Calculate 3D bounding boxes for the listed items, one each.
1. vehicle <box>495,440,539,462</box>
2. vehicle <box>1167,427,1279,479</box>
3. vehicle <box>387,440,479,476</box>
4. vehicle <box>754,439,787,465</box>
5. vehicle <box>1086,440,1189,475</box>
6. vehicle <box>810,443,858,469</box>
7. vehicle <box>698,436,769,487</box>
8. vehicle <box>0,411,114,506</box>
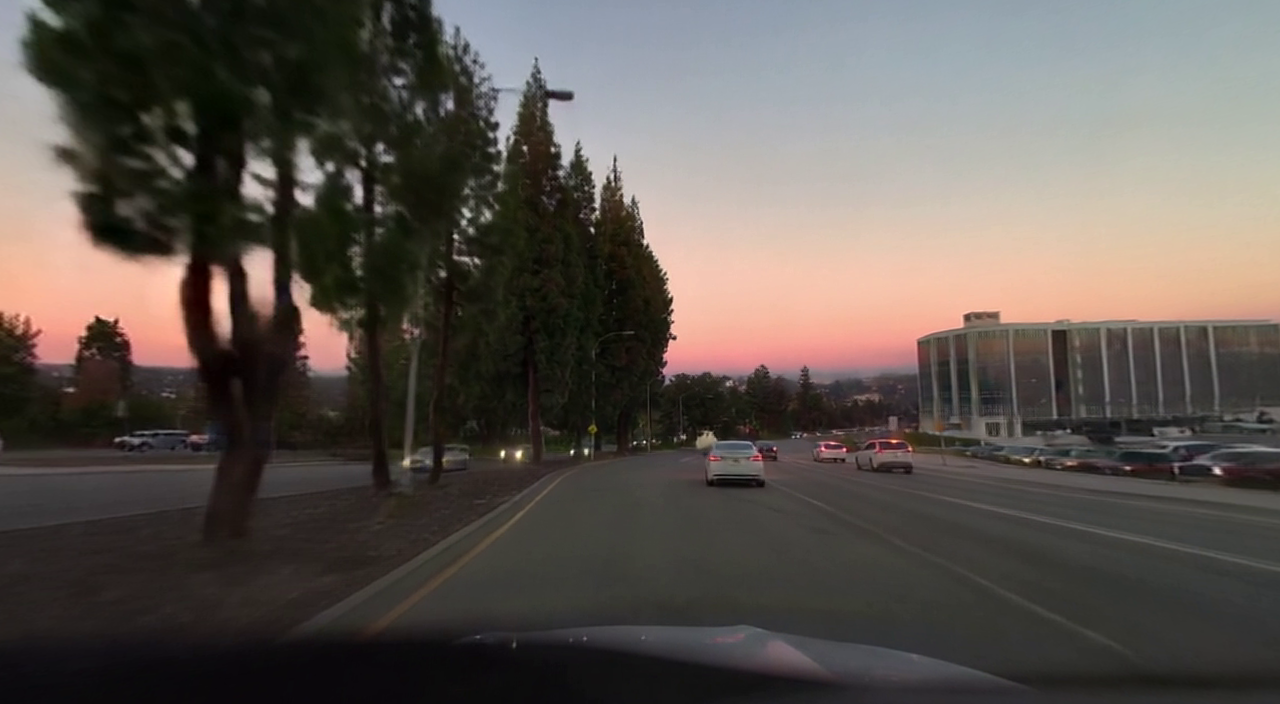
[{"bbox_3d":[-9.562,7.740,49.297,1.990,1.581,4.706,-1,-9,6],"label":"vehicle"},{"bbox_3d":[26.534,4.419,27.564,5.111,2.085,2.461,2,-9,-12],"label":"vehicle"},{"bbox_3d":[-8.809,4.554,27.222,2.089,1.400,4.467,-1,-8,6],"label":"vehicle"},{"bbox_3d":[9.693,7.427,46.915,1.976,1.796,4.159,-1,-8,6],"label":"vehicle"},{"bbox_3d":[27.771,5.835,35.155,4.719,1.851,1.920,2,-8,-14],"label":"vehicle"},{"bbox_3d":[11.955,6.441,39.065,1.928,1.488,4.361,-1,-8,5],"label":"vehicle"},{"bbox_3d":[3.221,3.867,22.542,2.145,1.603,4.369,0,-8,4],"label":"vehicle"},{"bbox_3d":[-13.437,2.086,12.378,1.951,1.829,4.648,0,-8,3],"label":"vehicle"}]
